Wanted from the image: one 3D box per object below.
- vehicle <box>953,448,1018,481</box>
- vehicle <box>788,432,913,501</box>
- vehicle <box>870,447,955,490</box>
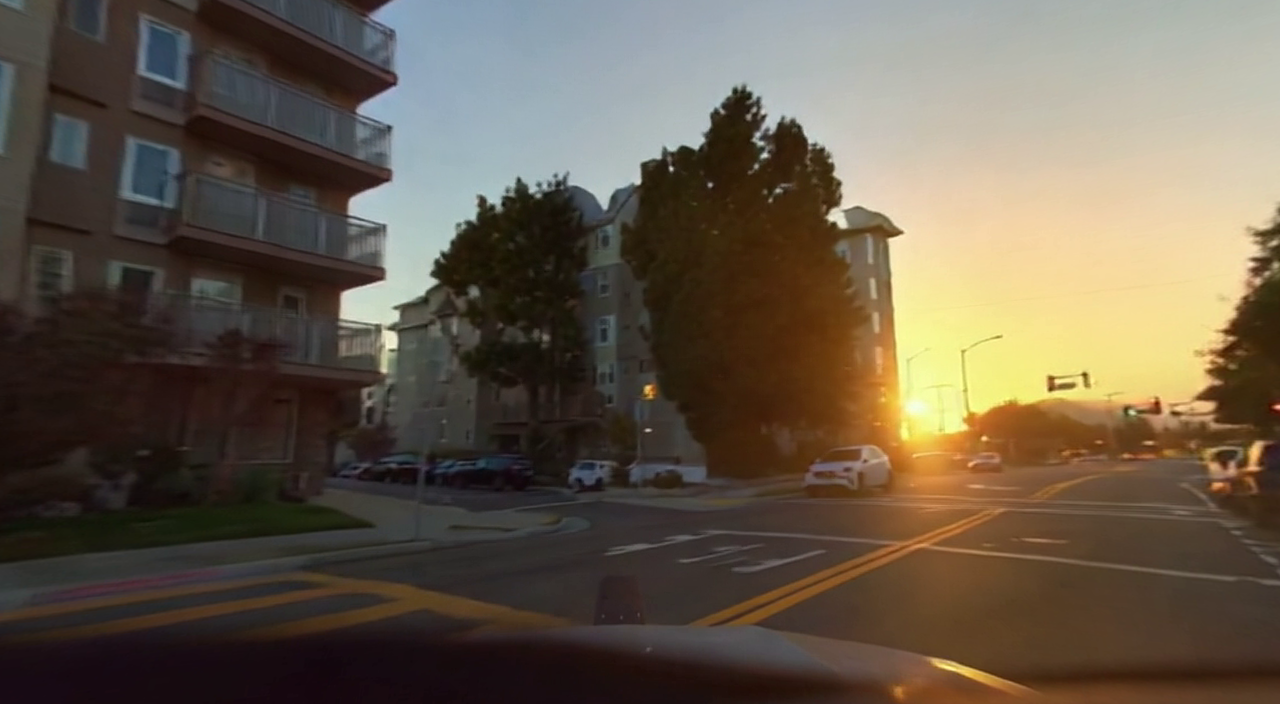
[{"bbox_3d":[17.601,5.656,32.089,1.934,1.484,4.630,-7,-11,39],"label":"vehicle"},{"bbox_3d":[6.525,3.409,19.262,1.993,1.817,4.619,-7,-11,39],"label":"vehicle"},{"bbox_3d":[10.382,4.326,23.871,1.789,1.462,4.313,-7,-11,38],"label":"vehicle"}]
